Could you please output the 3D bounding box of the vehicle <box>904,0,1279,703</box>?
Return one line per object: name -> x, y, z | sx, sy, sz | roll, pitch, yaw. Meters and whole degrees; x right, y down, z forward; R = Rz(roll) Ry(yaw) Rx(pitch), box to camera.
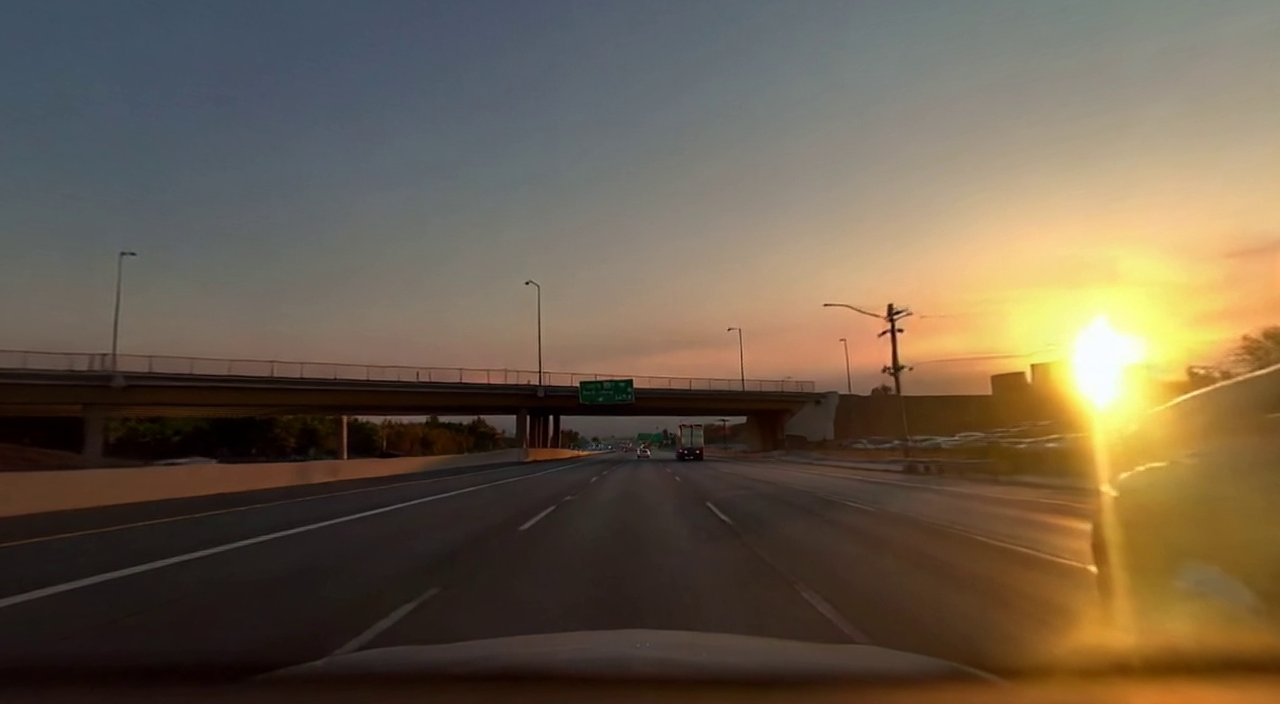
vehicle -> 3.457, -0.530, 0.457 | 2.998, 3.820, 8.356 | 0, -9, 1
